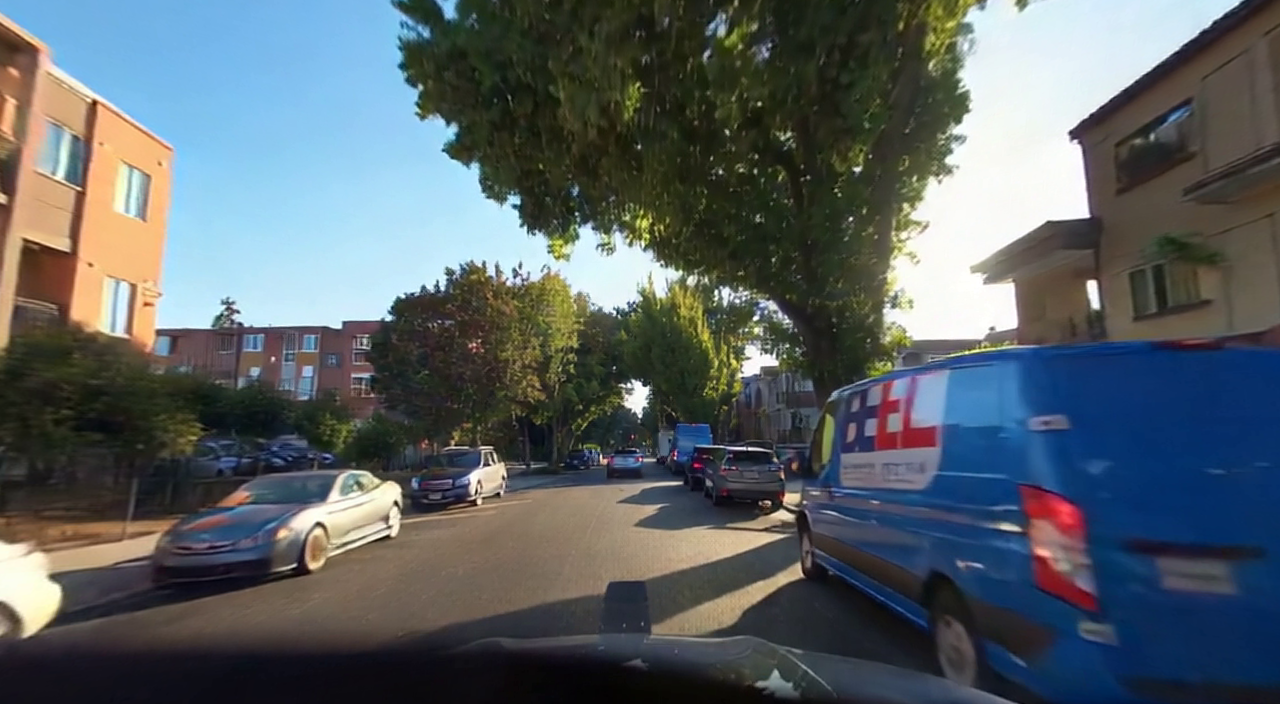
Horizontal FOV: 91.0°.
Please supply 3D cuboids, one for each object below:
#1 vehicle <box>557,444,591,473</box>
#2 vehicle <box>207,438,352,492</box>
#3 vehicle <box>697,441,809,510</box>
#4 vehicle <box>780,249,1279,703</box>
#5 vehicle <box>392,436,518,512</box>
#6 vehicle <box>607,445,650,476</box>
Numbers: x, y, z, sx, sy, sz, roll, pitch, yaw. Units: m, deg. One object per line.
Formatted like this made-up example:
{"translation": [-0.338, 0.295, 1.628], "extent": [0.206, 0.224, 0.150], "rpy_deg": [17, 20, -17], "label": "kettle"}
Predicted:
{"translation": [-4.701, 7.619, 45.326], "extent": [1.951, 1.662, 4.046], "rpy_deg": [1, -4, 0], "label": "vehicle"}
{"translation": [-11.328, 3.543, 20.217], "extent": [1.795, 1.513, 4.442], "rpy_deg": [0, -8, 3], "label": "vehicle"}
{"translation": [2.642, 2.977, 15.728], "extent": [1.906, 1.471, 3.941], "rpy_deg": [0, -8, -3], "label": "vehicle"}
{"translation": [2.684, 0.977, 4.455], "extent": [2.303, 2.049, 4.719], "rpy_deg": [0, -8, 0], "label": "vehicle"}
{"translation": [-4.902, 3.248, 17.470], "extent": [2.090, 1.497, 4.639], "rpy_deg": [1, -4, 0], "label": "vehicle"}
{"translation": [-0.618, 5.598, 32.735], "extent": [2.095, 1.510, 3.605], "rpy_deg": [0, -8, -1], "label": "vehicle"}
